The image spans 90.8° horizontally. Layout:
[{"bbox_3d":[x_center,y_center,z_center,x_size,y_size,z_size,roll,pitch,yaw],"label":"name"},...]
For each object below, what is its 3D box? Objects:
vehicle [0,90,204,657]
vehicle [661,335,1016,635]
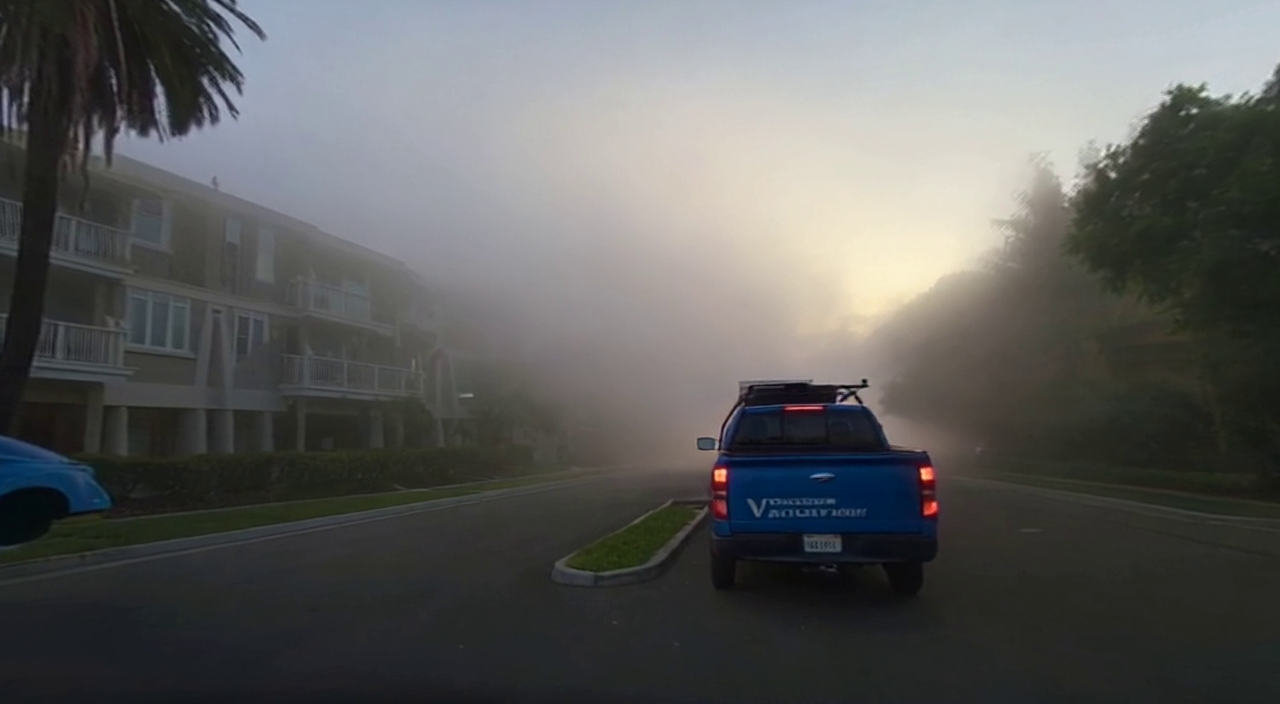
[{"bbox_3d":[-6.505,-0.405,0.604,2.998,3.659,10.517,-2,-9,13],"label":"vehicle"},{"bbox_3d":[1.731,1.359,7.484,2.418,2.078,5.866,-1,-9,7],"label":"vehicle"}]
